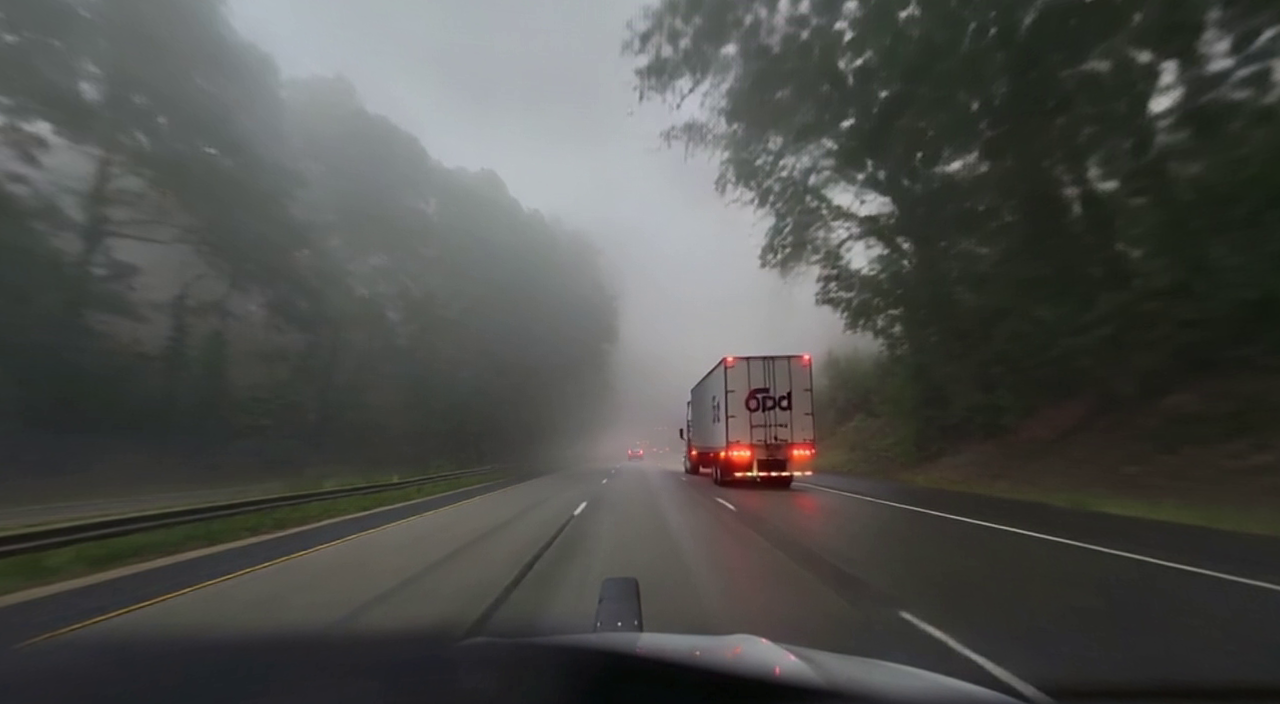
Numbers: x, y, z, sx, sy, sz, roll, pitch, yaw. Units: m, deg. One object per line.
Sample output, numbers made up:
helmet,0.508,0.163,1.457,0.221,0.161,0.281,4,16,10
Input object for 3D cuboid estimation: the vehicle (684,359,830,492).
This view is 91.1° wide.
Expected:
vehicle,4.005,3.272,25.968,2.973,4.007,14.076,0,-9,-1
